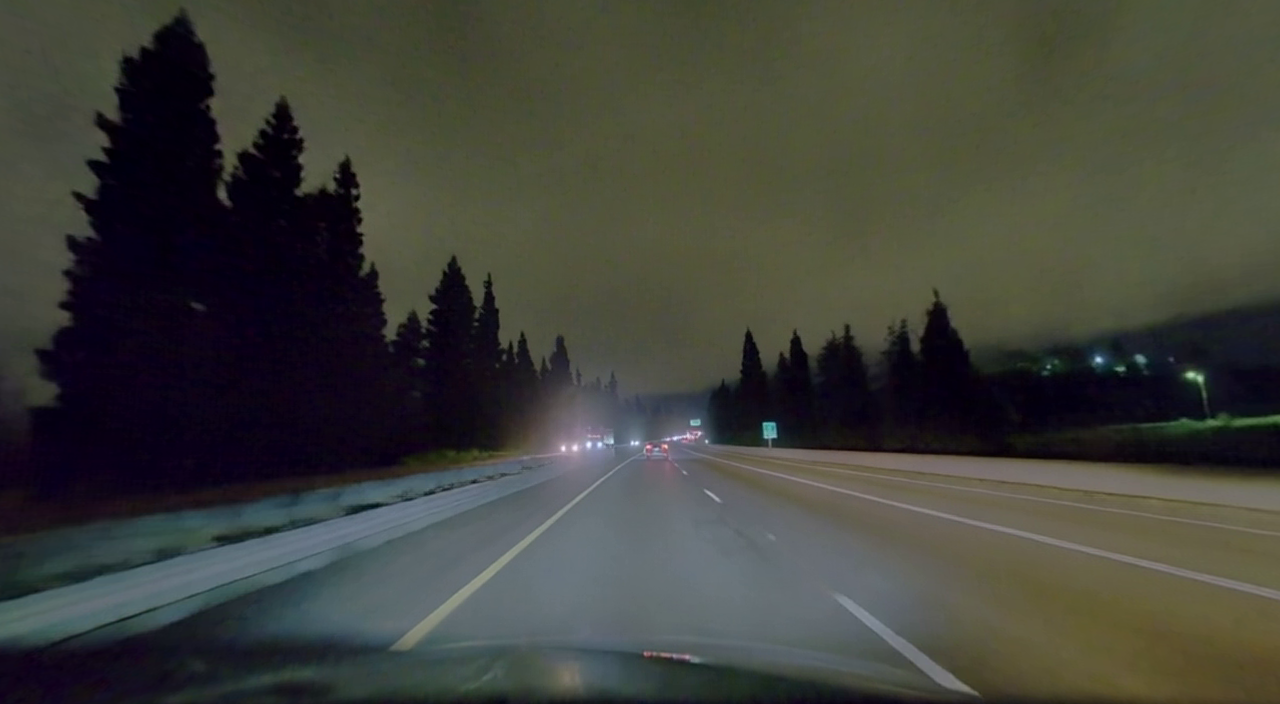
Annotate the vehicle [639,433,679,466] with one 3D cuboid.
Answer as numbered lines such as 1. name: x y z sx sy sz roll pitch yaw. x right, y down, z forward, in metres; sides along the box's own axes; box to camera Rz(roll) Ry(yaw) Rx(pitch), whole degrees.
1. vehicle: 1.174 6.044 39.118 2.301 1.944 4.554 0 -8 2
